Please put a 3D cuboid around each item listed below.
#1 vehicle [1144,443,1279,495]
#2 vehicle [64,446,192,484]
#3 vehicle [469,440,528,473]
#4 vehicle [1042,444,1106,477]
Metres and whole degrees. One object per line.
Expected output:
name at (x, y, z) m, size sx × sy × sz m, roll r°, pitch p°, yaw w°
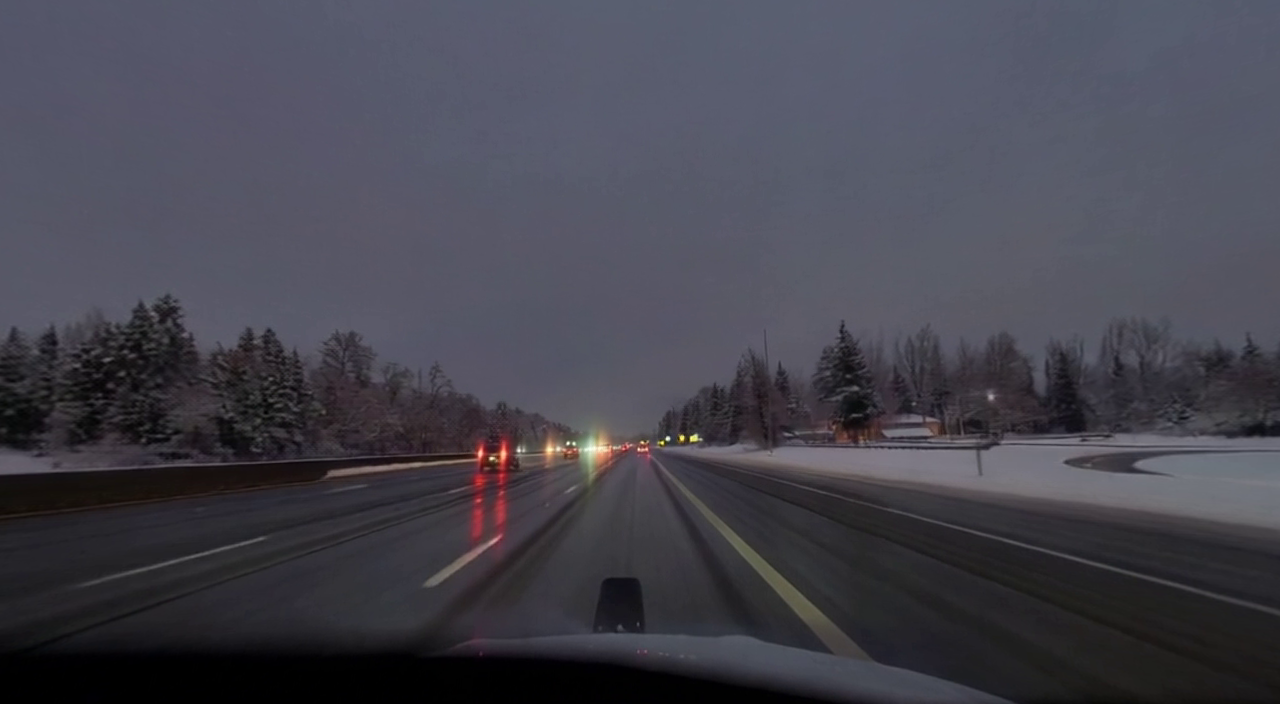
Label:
vehicle at (19.936, 3.943, 21.501) m, size 1.989 × 1.529 × 4.791 m, roll 1°, pitch -8°, yaw 8°
vehicle at (-24.814, 5.456, 30.810) m, size 2.097 × 1.676 × 4.828 m, roll 0°, pitch -9°, yaw 1°
vehicle at (-7.093, 5.253, 31.909) m, size 1.985 × 1.513 × 4.172 m, roll 0°, pitch -8°, yaw 0°
vehicle at (23.932, 5.963, 34.867) m, size 2.011 × 1.550 × 4.792 m, roll 0°, pitch -8°, yaw 24°
